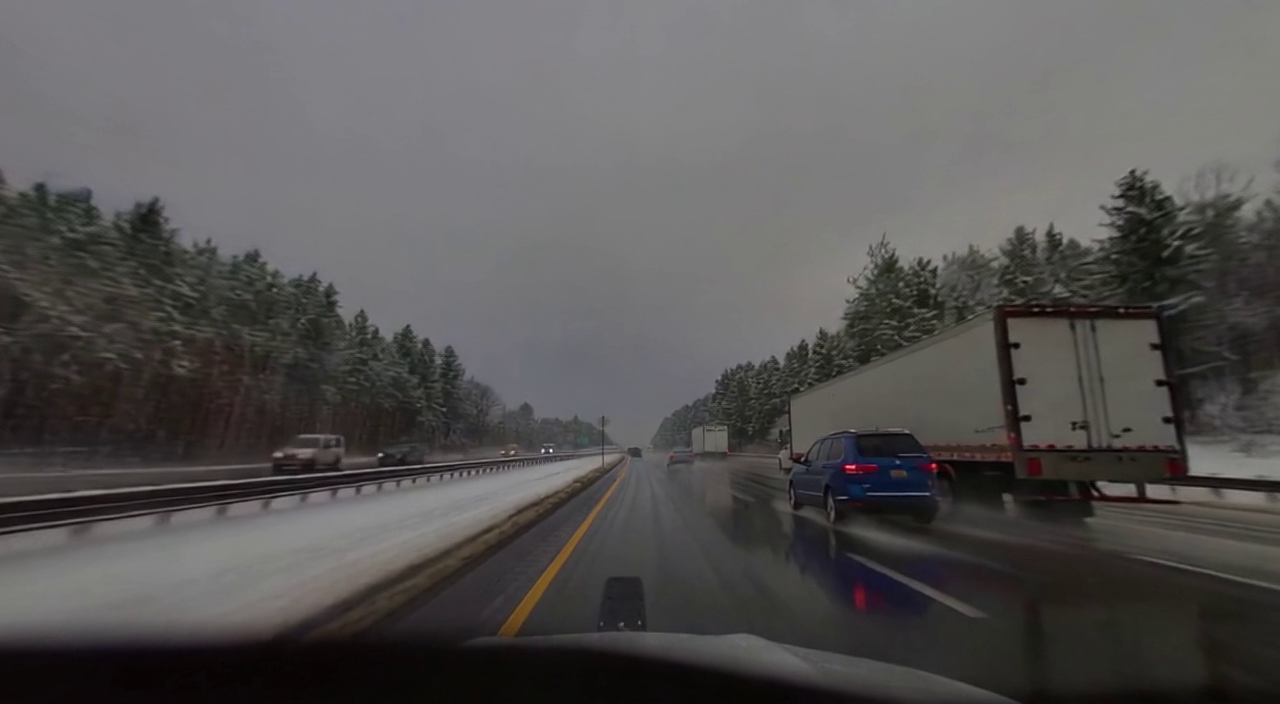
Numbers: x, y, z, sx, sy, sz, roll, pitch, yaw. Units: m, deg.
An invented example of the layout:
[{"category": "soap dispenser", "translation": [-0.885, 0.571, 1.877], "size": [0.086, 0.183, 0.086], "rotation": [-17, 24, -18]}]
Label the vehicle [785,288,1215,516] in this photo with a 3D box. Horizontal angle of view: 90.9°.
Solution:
[{"category": "vehicle", "translation": [8.164, 2.118, 19.428], "size": [3.441, 4.016, 16.812], "rotation": [0, -9, 0]}]

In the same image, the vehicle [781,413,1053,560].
[{"category": "vehicle", "translation": [3.638, 1.859, 9.318], "size": [2.022, 1.658, 4.132], "rotation": [0, -9, -2]}]

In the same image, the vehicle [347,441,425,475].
[{"category": "vehicle", "translation": [-11.907, 5.001, 29.883], "size": [1.881, 1.505, 4.448], "rotation": [0, -9, 0]}]

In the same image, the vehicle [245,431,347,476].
[{"category": "vehicle", "translation": [-16.452, 4.908, 30.540], "size": [2.104, 1.995, 5.069], "rotation": [0, -9, -1]}]
